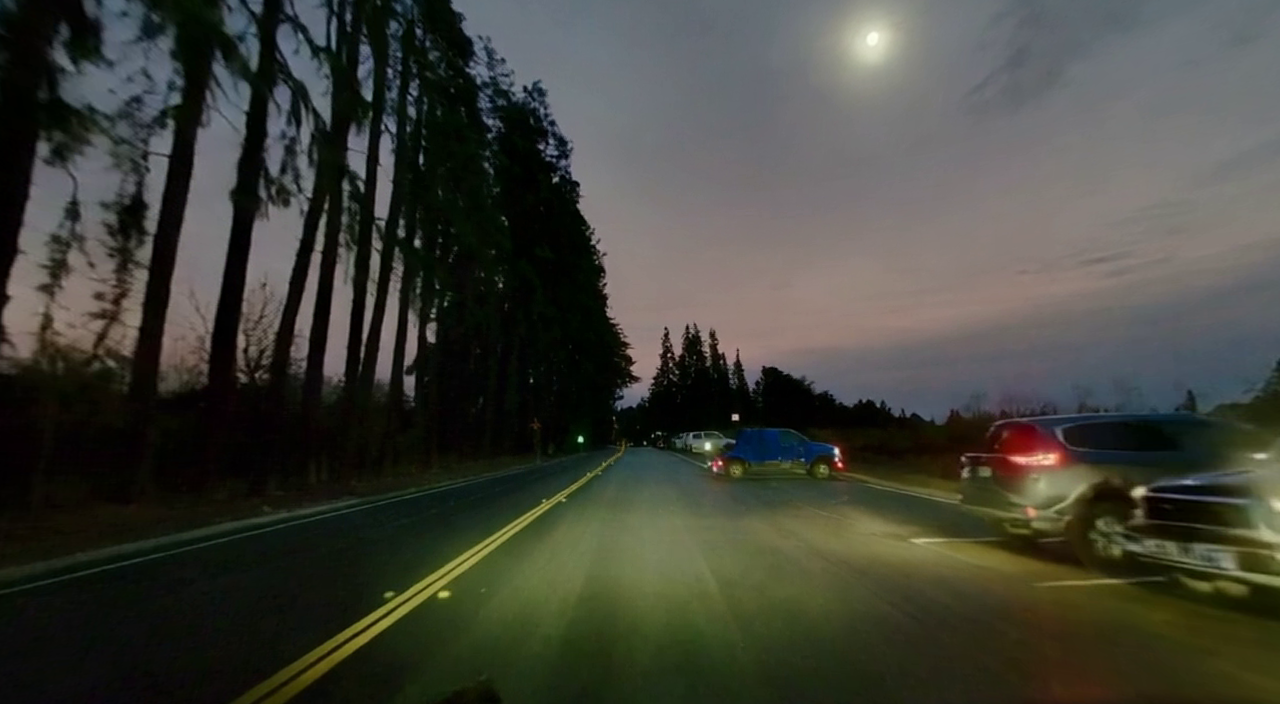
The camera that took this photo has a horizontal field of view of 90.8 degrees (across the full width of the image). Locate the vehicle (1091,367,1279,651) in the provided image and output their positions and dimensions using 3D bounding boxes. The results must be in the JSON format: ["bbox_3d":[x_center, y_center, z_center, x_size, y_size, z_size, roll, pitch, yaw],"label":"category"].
[{"bbox_3d":[6.712,1.130,4.824,4.937,1.879,2.156,0,-8,-4],"label":"vehicle"}]

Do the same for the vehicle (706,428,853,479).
[{"bbox_3d":[5.944,4.419,27.682,5.797,2.070,2.502,0,-8,-1],"label":"vehicle"}]
